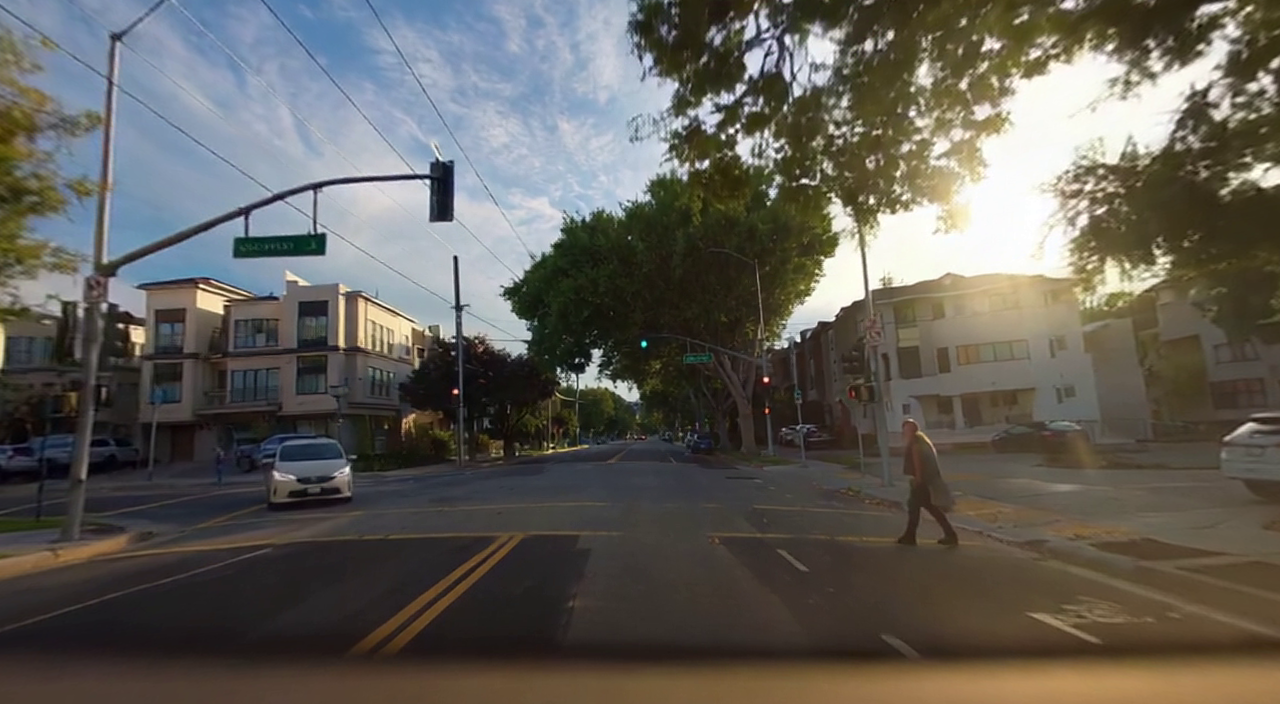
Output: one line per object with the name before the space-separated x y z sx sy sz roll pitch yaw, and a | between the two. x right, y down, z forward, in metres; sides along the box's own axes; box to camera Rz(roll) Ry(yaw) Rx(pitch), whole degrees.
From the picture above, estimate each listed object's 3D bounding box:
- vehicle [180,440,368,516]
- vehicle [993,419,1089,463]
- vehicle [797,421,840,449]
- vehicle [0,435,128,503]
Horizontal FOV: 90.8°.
vehicle | -8.237 2.836 14.164 4.135 1.424 1.945 -10 -12 33
vehicle | 17.090 3.846 27.183 2.013 1.722 4.007 -2 -9 11
vehicle | 11.447 5.410 40.811 1.950 1.714 4.245 -1 -9 6
vehicle | -18.804 3.514 19.027 4.804 1.842 2.171 -1 -8 -2
